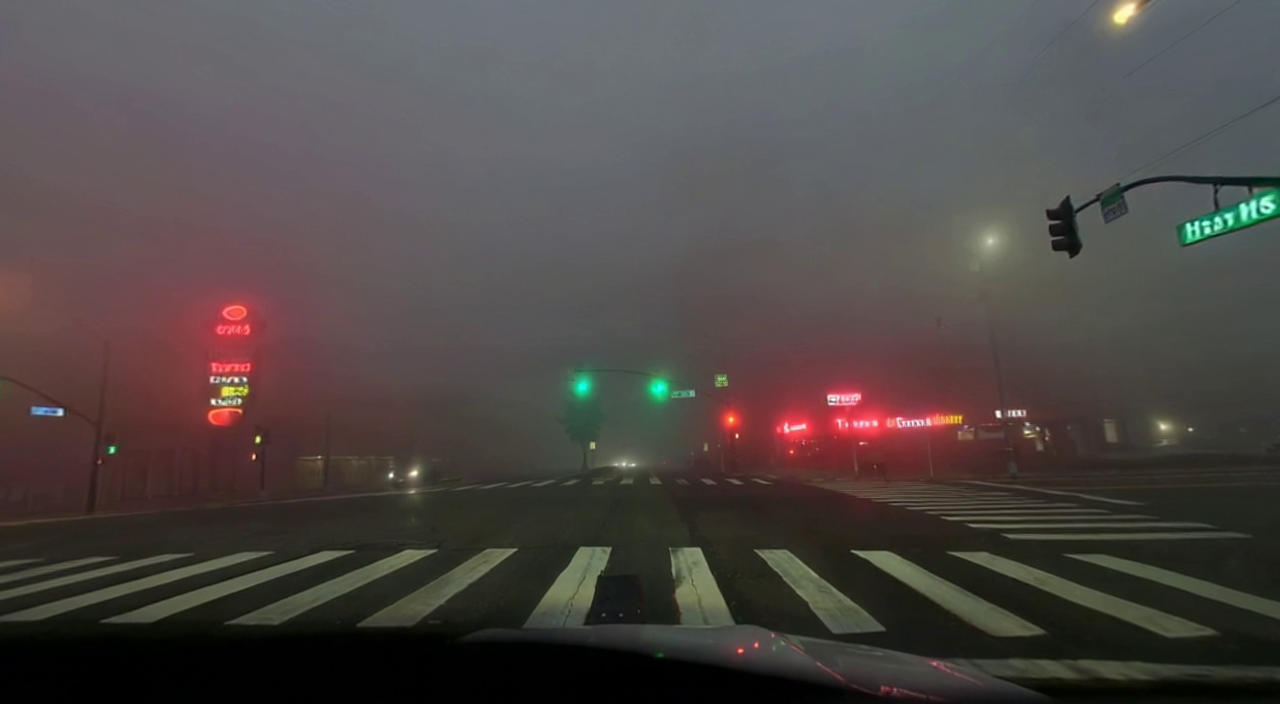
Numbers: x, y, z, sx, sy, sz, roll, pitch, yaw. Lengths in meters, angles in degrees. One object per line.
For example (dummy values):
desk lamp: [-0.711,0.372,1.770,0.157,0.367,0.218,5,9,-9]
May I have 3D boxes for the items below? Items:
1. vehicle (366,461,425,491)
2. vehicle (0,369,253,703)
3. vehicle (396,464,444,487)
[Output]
vehicle: [-19.219,9.735,49.763,2.227,2.033,5.614,0,-9,2]
vehicle: [-3.418,0.754,1.393,2.081,1.644,4.523,0,-9,3]
vehicle: [-15.751,8.854,45.284,1.931,1.471,4.152,0,-9,0]
